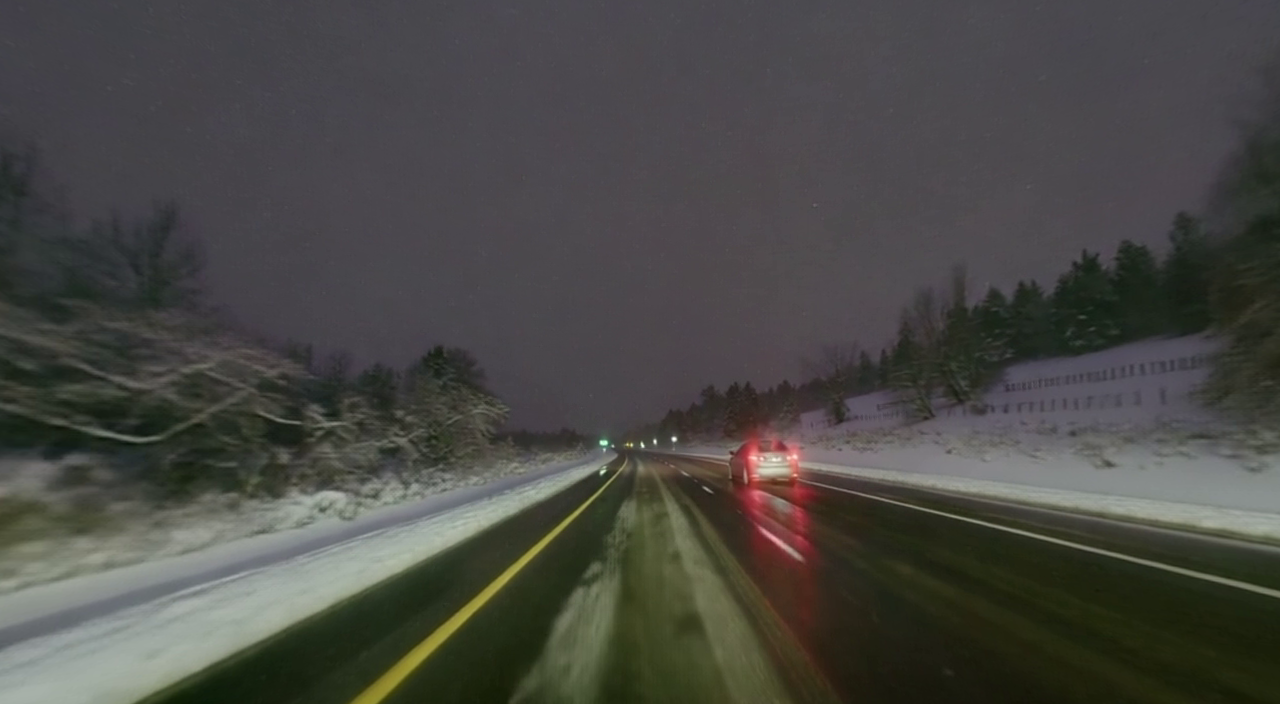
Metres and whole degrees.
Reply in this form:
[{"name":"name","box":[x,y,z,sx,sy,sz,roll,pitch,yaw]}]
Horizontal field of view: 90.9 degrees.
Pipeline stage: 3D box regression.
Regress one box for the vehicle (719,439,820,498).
[{"name":"vehicle","box":[3.560,3.286,18.259,2.003,1.466,4.441,0,-9,0]}]
